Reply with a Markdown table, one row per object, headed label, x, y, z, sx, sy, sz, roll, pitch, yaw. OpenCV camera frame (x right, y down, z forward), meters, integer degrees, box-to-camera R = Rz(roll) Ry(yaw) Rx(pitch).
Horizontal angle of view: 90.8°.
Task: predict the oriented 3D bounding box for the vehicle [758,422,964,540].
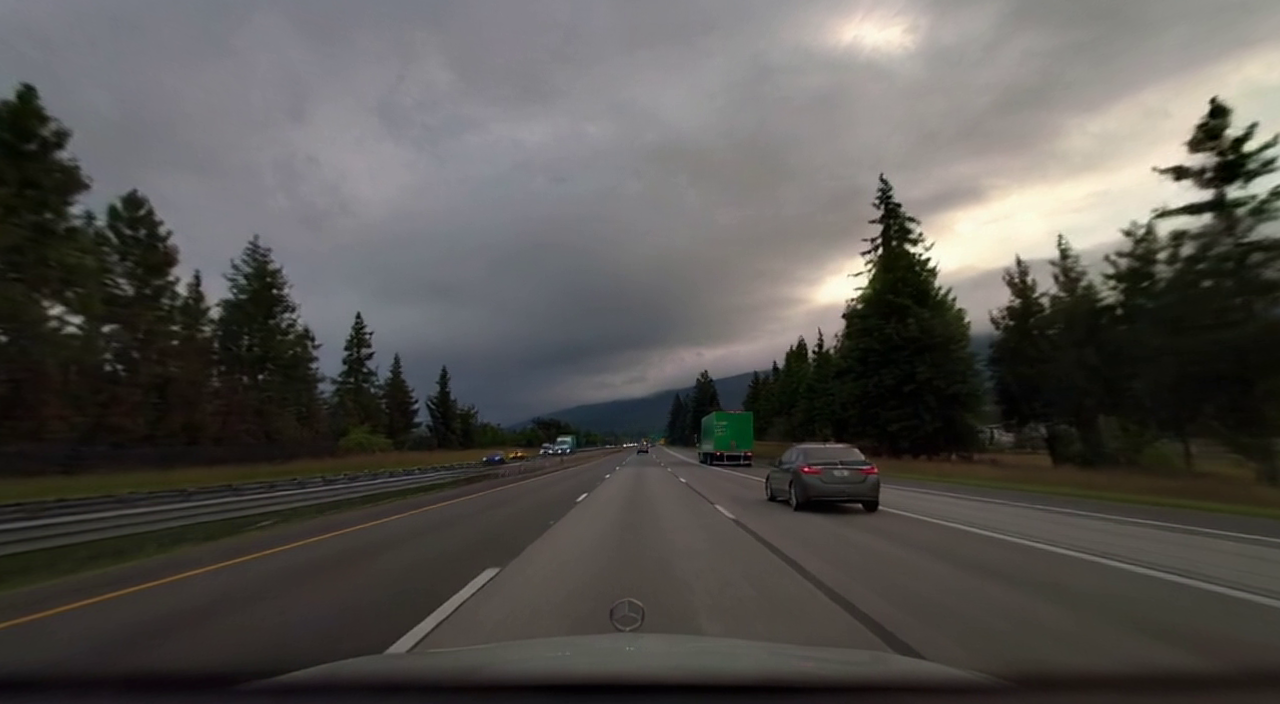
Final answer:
| label | x | y | z | sx | sy | sz | roll | pitch | yaw |
| --- | --- | --- | --- | --- | --- | --- | --- | --- | --- |
| vehicle | 3.435 | 2.091 | 10.756 | 2.019 | 1.601 | 3.953 | 0 | -9 | 0 |

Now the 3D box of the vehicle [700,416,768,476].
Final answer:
| label | x | y | z | sx | sy | sz | roll | pitch | yaw |
| --- | --- | --- | --- | --- | --- | --- | --- | --- | --- |
| vehicle | 4.337 | 4.515 | 30.140 | 2.300 | 2.564 | 5.643 | 0 | -9 | -1 |
